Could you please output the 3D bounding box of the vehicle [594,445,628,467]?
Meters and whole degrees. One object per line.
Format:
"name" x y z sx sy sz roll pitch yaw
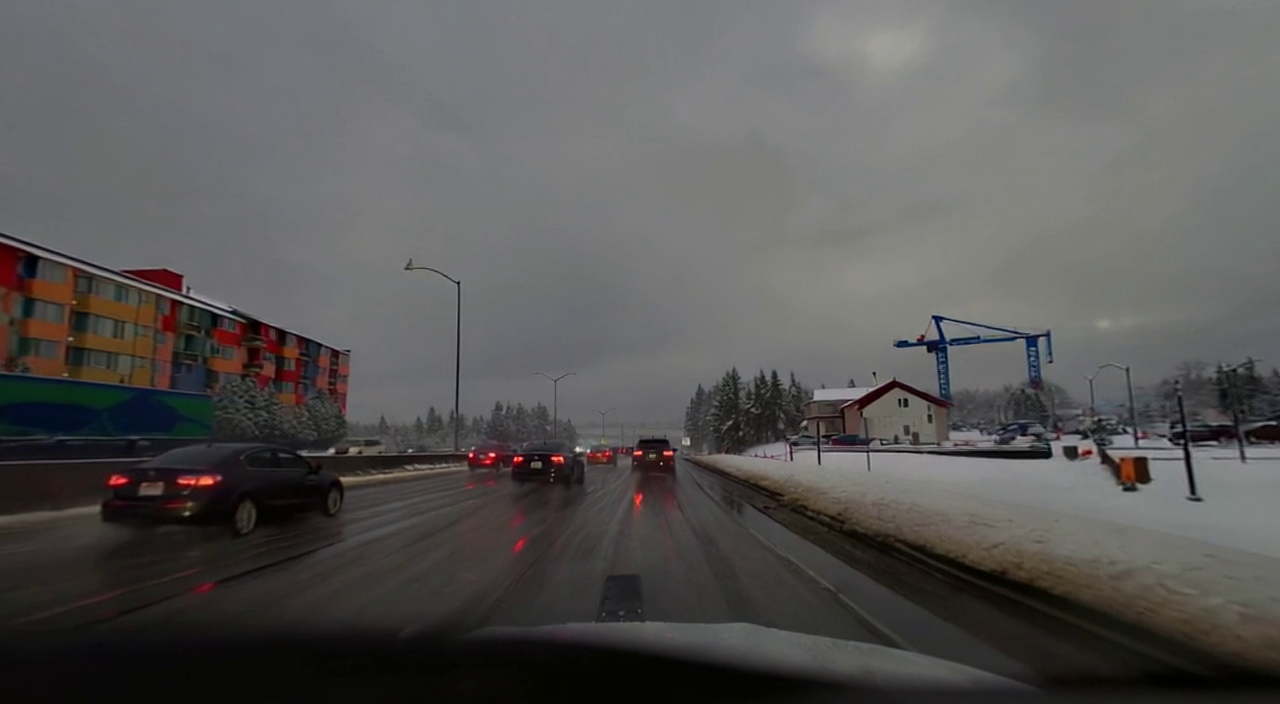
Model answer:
"vehicle" -2.033 7.501 45.808 2.029 1.497 3.960 0 -8 4

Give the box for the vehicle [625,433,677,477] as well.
"vehicle" 0.531 4.522 27.908 2.116 1.763 4.352 0 -8 2

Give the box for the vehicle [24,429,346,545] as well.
"vehicle" -6.996 2.092 10.490 1.959 1.486 4.460 0 -8 1

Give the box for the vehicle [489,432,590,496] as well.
"vehicle" -2.860 3.317 19.035 2.109 1.657 4.554 0 -8 2

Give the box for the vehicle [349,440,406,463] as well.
"vehicle" -18.645 7.098 45.004 1.838 1.515 4.705 0 -8 3
